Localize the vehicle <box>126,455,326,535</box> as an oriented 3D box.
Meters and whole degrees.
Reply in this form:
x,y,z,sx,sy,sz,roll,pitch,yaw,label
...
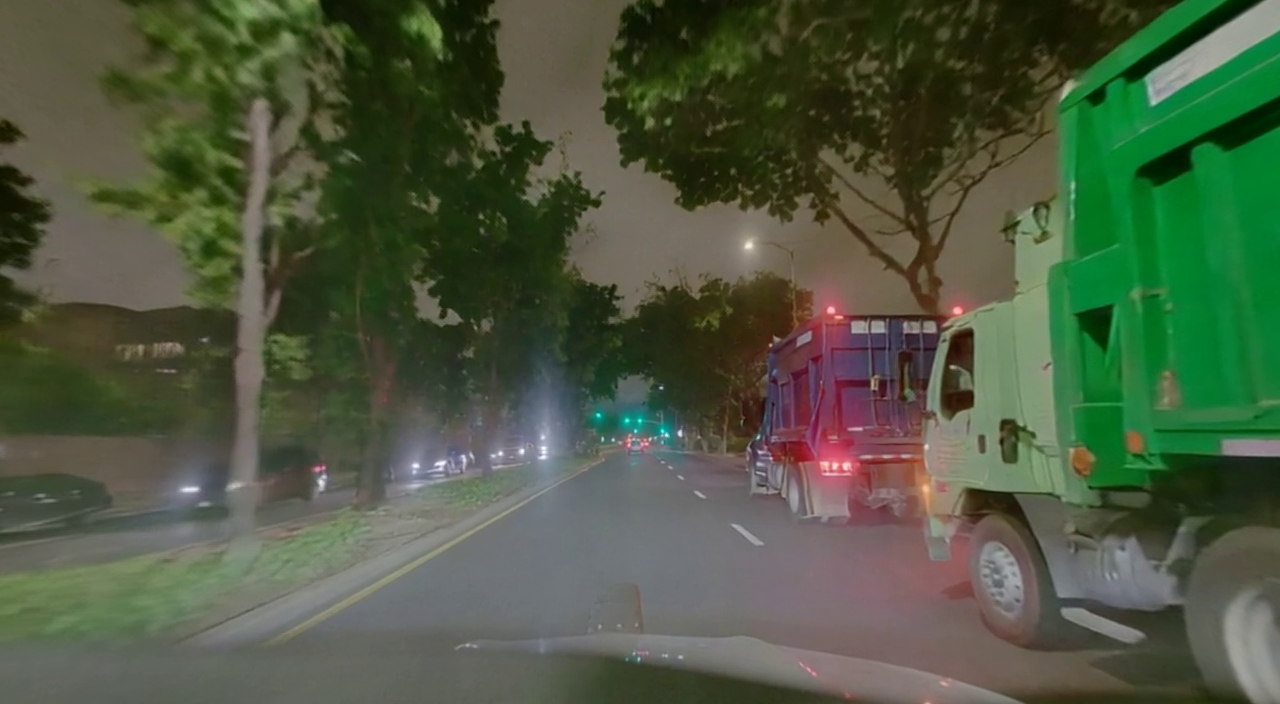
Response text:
x,y,z,sx,sy,sz,roll,pitch,yaw,label
-9.568,3.279,15.148,1.953,1.539,4.326,0,-9,-2,vehicle

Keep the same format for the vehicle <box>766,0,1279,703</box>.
x,y,z,sx,sy,sz,roll,pitch,yaw,label
3.740,0.441,6.079,2.731,3.407,10.262,0,-9,-1,vehicle

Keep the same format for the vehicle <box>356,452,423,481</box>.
x,y,z,sx,sy,sz,roll,pitch,yaw,label
-14.116,6.471,35.900,1.928,1.480,4.686,0,-8,-1,vehicle

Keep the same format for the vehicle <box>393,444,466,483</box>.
x,y,z,sx,sy,sz,roll,pitch,yaw,label
-10.210,5.422,31.077,2.089,1.754,4.573,0,-9,-1,vehicle

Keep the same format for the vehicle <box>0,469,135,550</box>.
x,y,z,sx,sy,sz,roll,pitch,yaw,label
-13.212,3.226,13.077,1.803,1.427,4.604,0,-9,-2,vehicle
